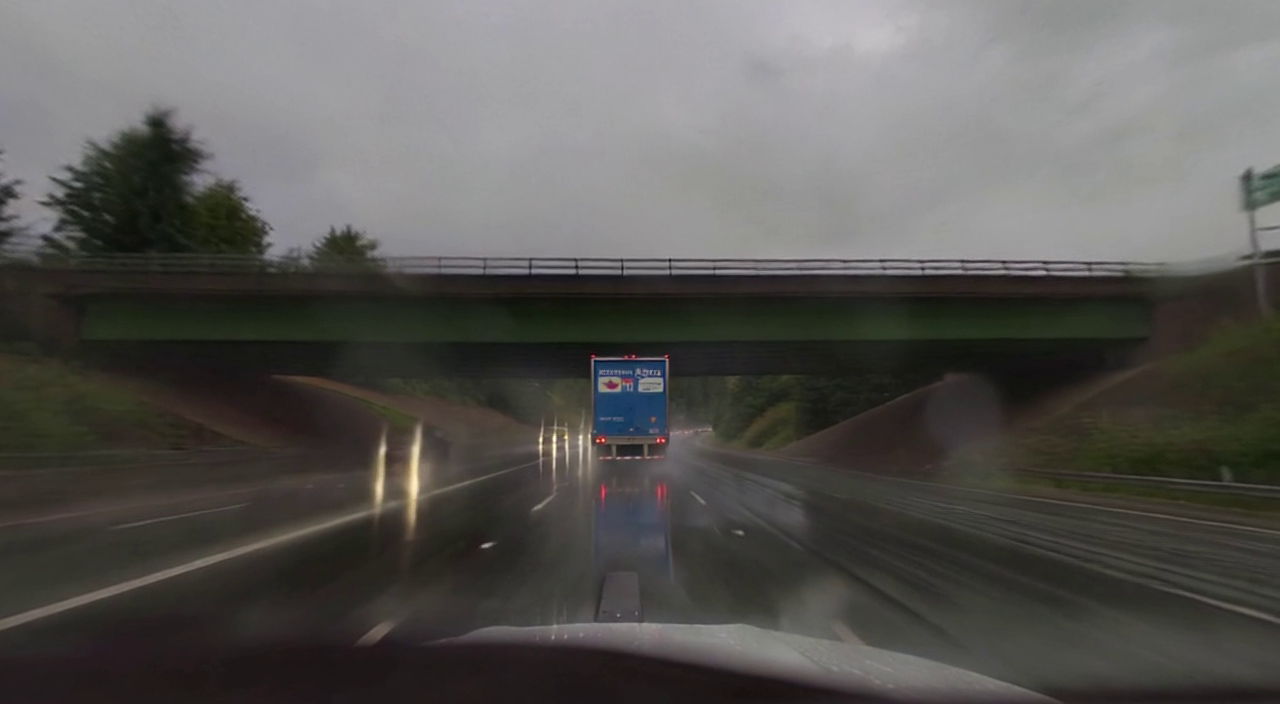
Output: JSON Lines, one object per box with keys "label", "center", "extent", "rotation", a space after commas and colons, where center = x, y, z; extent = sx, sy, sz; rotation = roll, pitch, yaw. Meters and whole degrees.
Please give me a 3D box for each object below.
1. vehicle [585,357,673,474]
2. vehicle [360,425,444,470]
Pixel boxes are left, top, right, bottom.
{"label": "vehicle", "center": [-0.604, 2.772, 26.192], "extent": [2.895, 3.861, 10.213], "rotation": [0, -8, -3]}
{"label": "vehicle", "center": [-8.812, 3.560, 23.626], "extent": [1.828, 1.533, 3.432], "rotation": [0, -8, 0]}
